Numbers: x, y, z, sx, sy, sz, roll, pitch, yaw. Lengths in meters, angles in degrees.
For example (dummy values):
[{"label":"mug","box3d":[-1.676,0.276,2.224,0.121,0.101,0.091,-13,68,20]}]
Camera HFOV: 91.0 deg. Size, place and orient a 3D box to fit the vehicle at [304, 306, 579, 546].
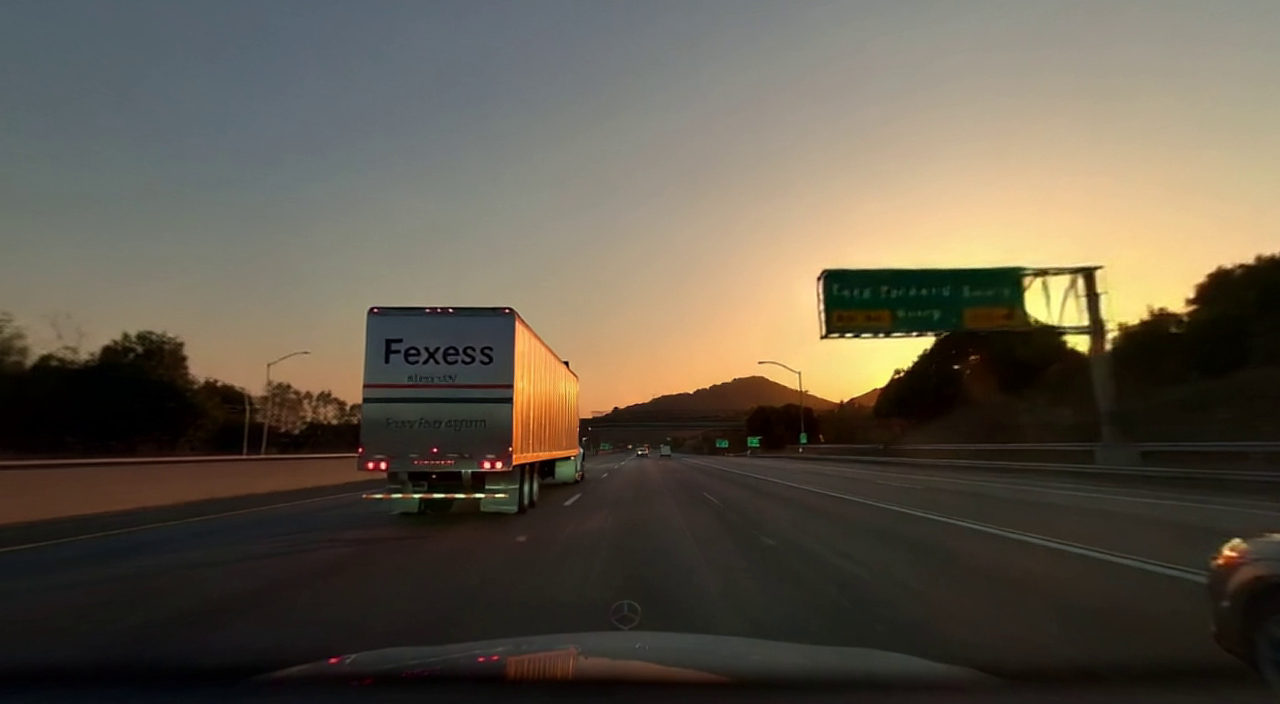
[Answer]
[{"label":"vehicle","box3d":[-3.239,1.669,13.287,2.922,3.458,8.360,0,-9,1]}]
